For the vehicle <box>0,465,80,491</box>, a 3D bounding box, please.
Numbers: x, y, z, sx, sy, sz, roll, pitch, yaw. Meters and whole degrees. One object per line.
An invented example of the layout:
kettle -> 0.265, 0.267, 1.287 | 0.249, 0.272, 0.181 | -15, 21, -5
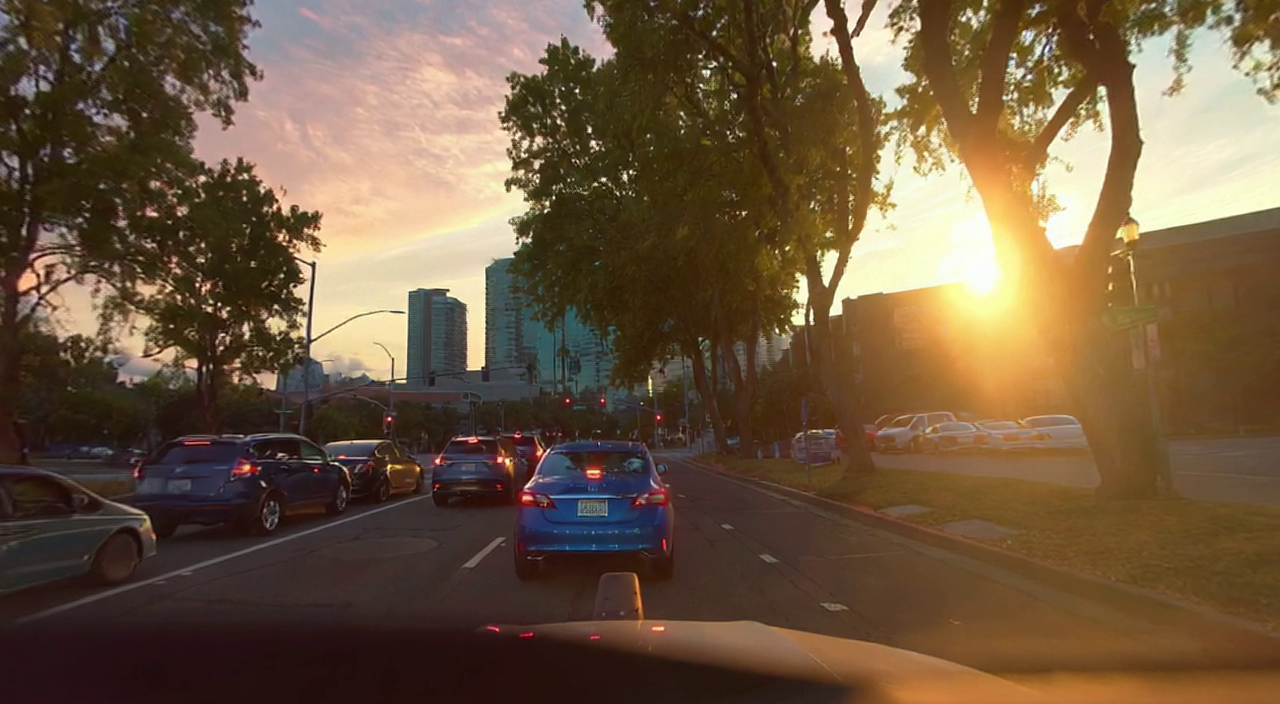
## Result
vehicle -> -36.610, 7.555, 37.930 | 4.093, 1.440, 1.804 | 0, -9, -2

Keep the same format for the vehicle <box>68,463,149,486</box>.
vehicle -> -36.376, 8.389, 43.295 | 3.918, 1.423, 1.861 | 0, -9, 1

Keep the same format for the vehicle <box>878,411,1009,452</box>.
vehicle -> 13.922, 3.701, 29.227 | 4.975, 1.809, 1.956 | 0, -9, 1

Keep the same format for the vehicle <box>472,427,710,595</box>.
vehicle -> -0.420, 1.712, 7.631 | 2.104, 1.472, 3.946 | 0, -9, 1

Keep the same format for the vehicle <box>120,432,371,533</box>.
vehicle -> -7.275, 2.431, 12.356 | 2.096, 1.593, 4.288 | 0, -9, 1

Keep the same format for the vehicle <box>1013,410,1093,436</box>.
vehicle -> 30.239, 5.259, 46.454 | 4.627, 1.671, 1.929 | -5, -10, 28
